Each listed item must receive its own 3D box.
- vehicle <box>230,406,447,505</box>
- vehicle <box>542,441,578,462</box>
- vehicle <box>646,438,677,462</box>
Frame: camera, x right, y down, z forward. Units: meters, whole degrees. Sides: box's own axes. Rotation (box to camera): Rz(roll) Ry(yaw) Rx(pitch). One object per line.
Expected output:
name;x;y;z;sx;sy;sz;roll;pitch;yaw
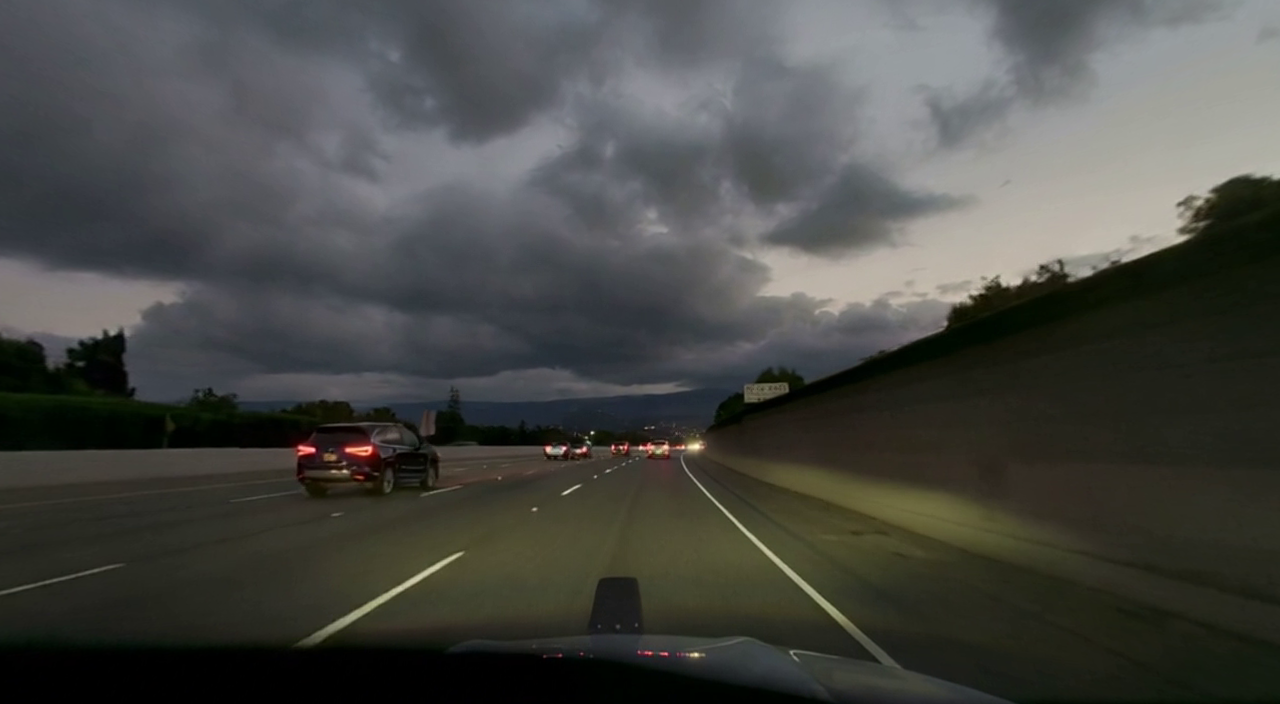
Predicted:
vehicle;-6.938;2.484;15.516;2.438;1.967;5.596;0;-8;2
vehicle;-6.050;7.535;48.007;1.986;1.534;4.255;0;-8;3
vehicle;1.610;7.217;46.509;2.141;1.706;4.065;0;-8;2
